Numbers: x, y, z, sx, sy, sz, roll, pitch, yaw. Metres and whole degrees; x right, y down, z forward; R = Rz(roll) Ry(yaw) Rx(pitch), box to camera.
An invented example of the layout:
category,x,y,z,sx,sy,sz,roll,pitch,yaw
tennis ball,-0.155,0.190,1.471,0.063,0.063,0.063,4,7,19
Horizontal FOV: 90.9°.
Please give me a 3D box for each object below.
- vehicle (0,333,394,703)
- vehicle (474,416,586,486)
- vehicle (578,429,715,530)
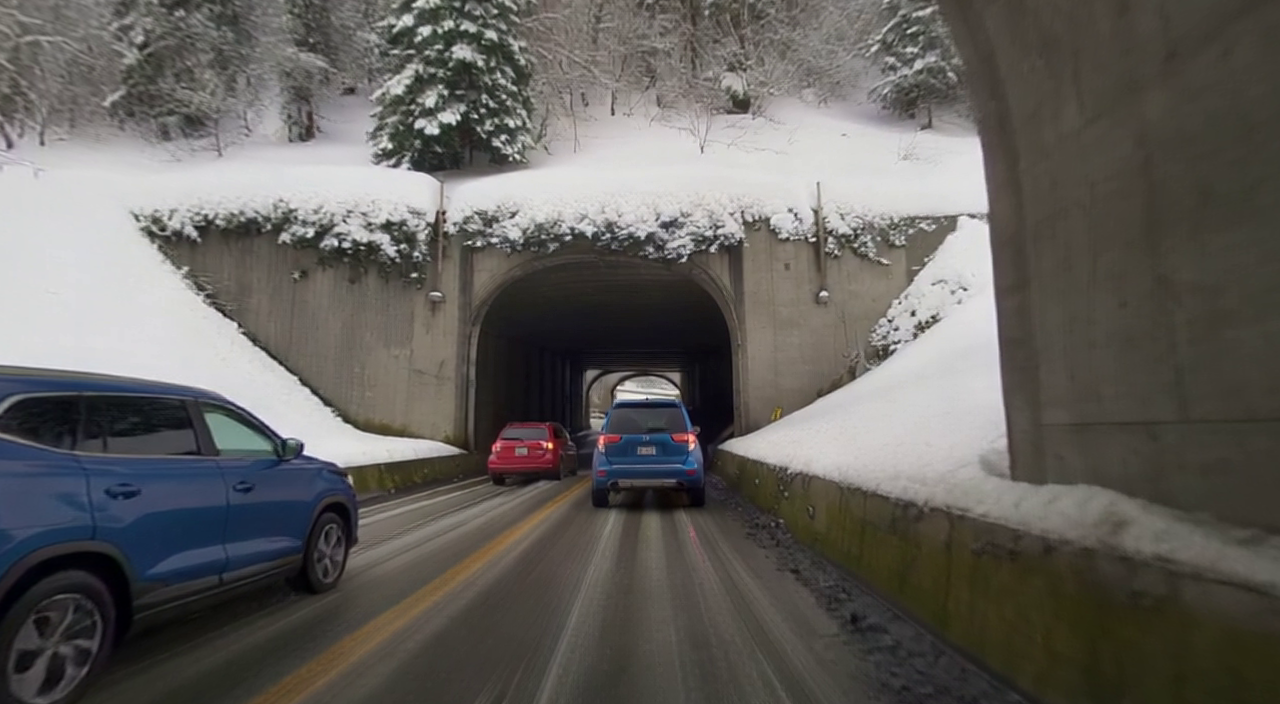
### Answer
category,x,y,z,sx,sy,sz,roll,pitch,yaw
vehicle,-3.534,1.037,3.997,2.017,1.761,4.572,0,-8,1
vehicle,-3.321,3.185,20.462,2.329,1.948,5.800,-1,-8,3
vehicle,0.130,2.191,11.403,2.020,1.478,4.092,0,-8,1
